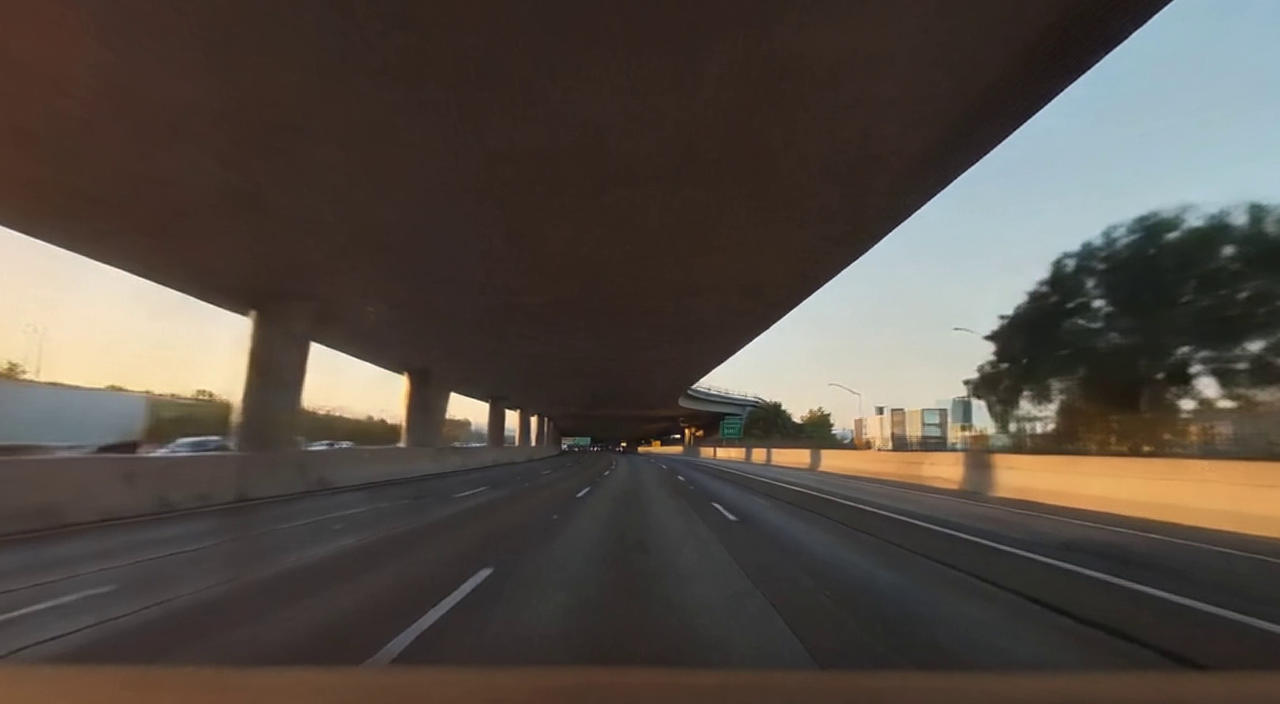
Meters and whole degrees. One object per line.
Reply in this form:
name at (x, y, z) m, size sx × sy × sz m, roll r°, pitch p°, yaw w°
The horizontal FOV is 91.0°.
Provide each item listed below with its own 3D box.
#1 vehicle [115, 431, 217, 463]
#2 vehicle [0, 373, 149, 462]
vehicle at (-26.569, 5.355, 35.577) m, size 1.977 × 1.692 × 4.807 m, roll 1°, pitch -8°, yaw 0°
vehicle at (-26.550, 2.706, 25.706) m, size 3.068 × 3.410 × 12.339 m, roll 1°, pitch -8°, yaw 0°
